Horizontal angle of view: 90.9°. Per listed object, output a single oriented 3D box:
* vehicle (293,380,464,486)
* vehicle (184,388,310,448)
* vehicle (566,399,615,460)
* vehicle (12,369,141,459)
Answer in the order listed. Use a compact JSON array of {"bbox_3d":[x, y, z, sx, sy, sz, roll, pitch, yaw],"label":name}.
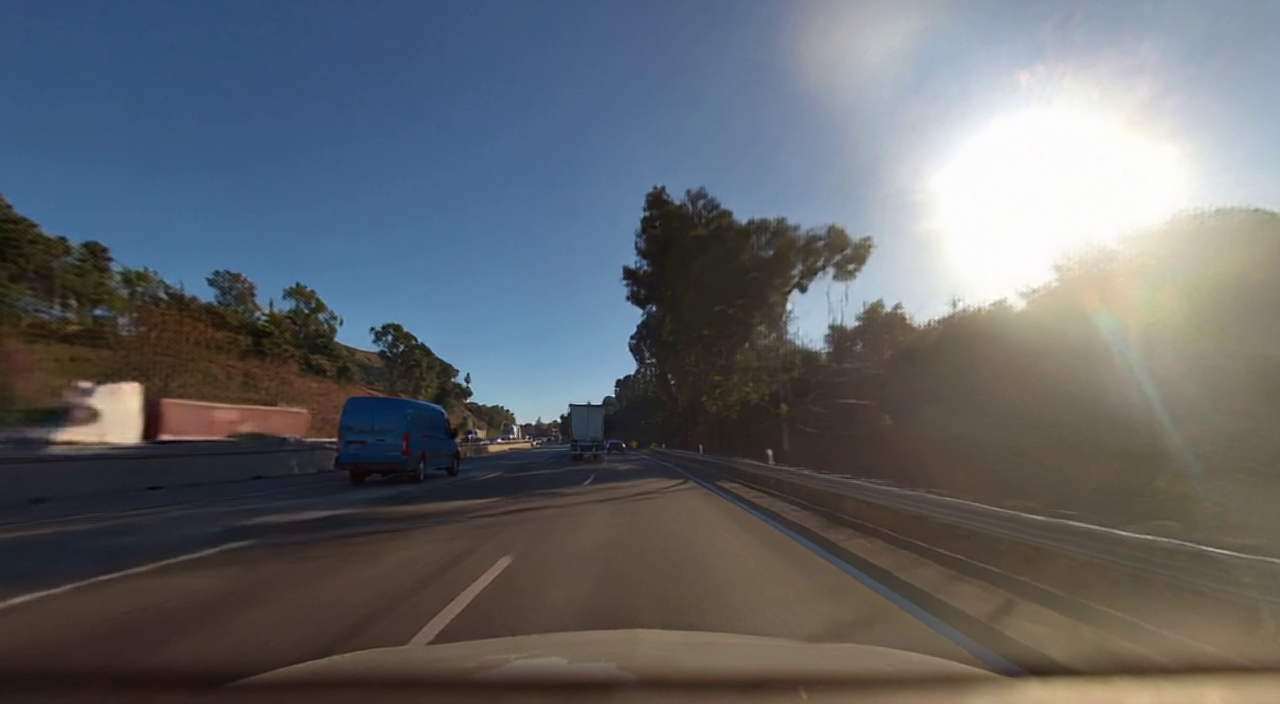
[{"bbox_3d":[-7.847,2.592,20.072,2.396,2.763,6.935,0,-8,0],"label":"vehicle"},{"bbox_3d":[-26.418,4.626,43.078,3.101,3.649,8.578,0,-8,-1],"label":"vehicle"},{"bbox_3d":[-3.552,5.847,47.307,3.173,4.185,8.360,0,-8,-1],"label":"vehicle"},{"bbox_3d":[-26.332,2.944,29.639,3.136,4.017,2.784,0,-8,0],"label":"vehicle"}]
